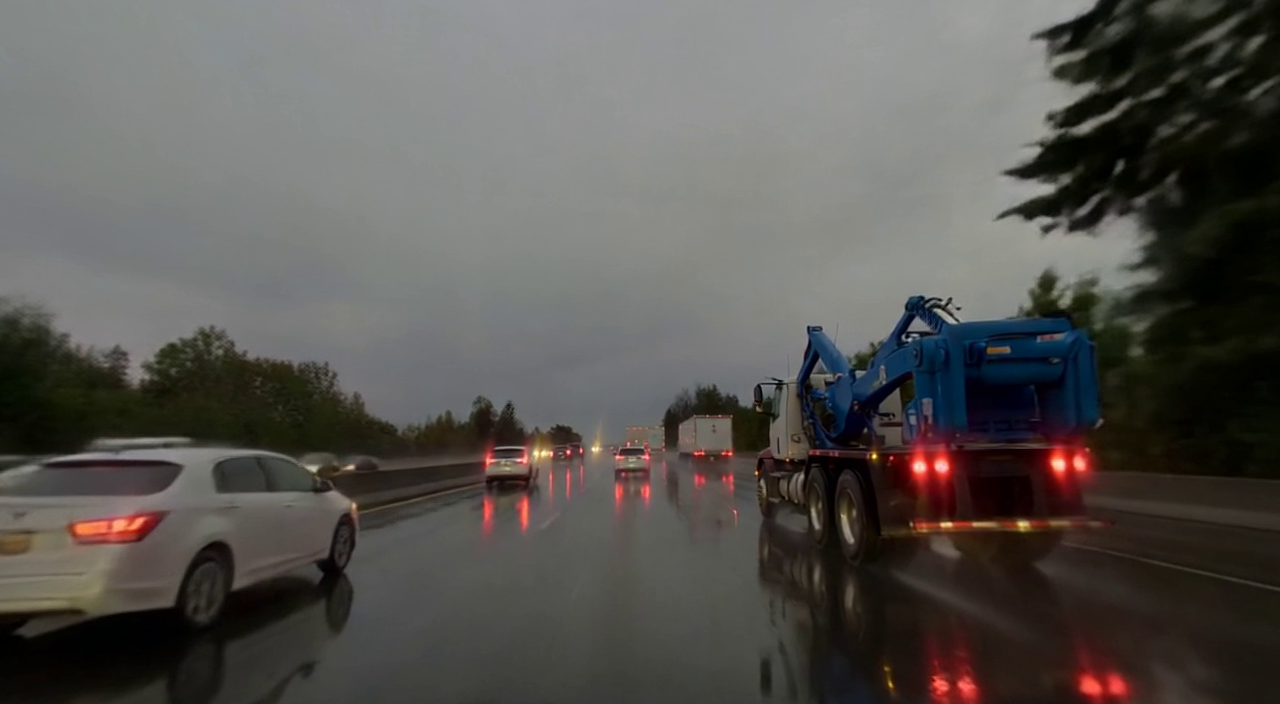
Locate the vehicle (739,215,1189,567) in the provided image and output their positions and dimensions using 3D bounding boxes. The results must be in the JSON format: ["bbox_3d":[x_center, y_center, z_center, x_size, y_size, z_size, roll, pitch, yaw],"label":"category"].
[{"bbox_3d":[3.891,0.970,10.614,2.975,3.618,8.456,0,-9,0],"label":"vehicle"}]

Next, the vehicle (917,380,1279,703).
[{"bbox_3d":[4.044,1.021,3.198,2.599,1.631,5.693,0,-9,-1],"label":"vehicle"}]

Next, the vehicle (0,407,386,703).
[{"bbox_3d":[-4.123,1.387,5.345,1.880,1.507,4.757,0,-9,0],"label":"vehicle"}]

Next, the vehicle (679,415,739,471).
[{"bbox_3d":[3.784,5.224,35.775,2.416,2.829,7.016,0,-9,-1],"label":"vehicle"}]

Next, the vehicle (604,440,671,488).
[{"bbox_3d":[-0.131,3.941,22.319,2.150,1.498,3.988,0,-9,-2],"label":"vehicle"}]

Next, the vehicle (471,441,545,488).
[{"bbox_3d":[-4.655,4.023,22.688,1.858,1.527,3.974,0,-9,0],"label":"vehicle"}]

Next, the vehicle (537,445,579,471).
[{"bbox_3d":[-4.875,6.362,37.748,1.924,1.481,4.264,0,-9,0],"label":"vehicle"}]
